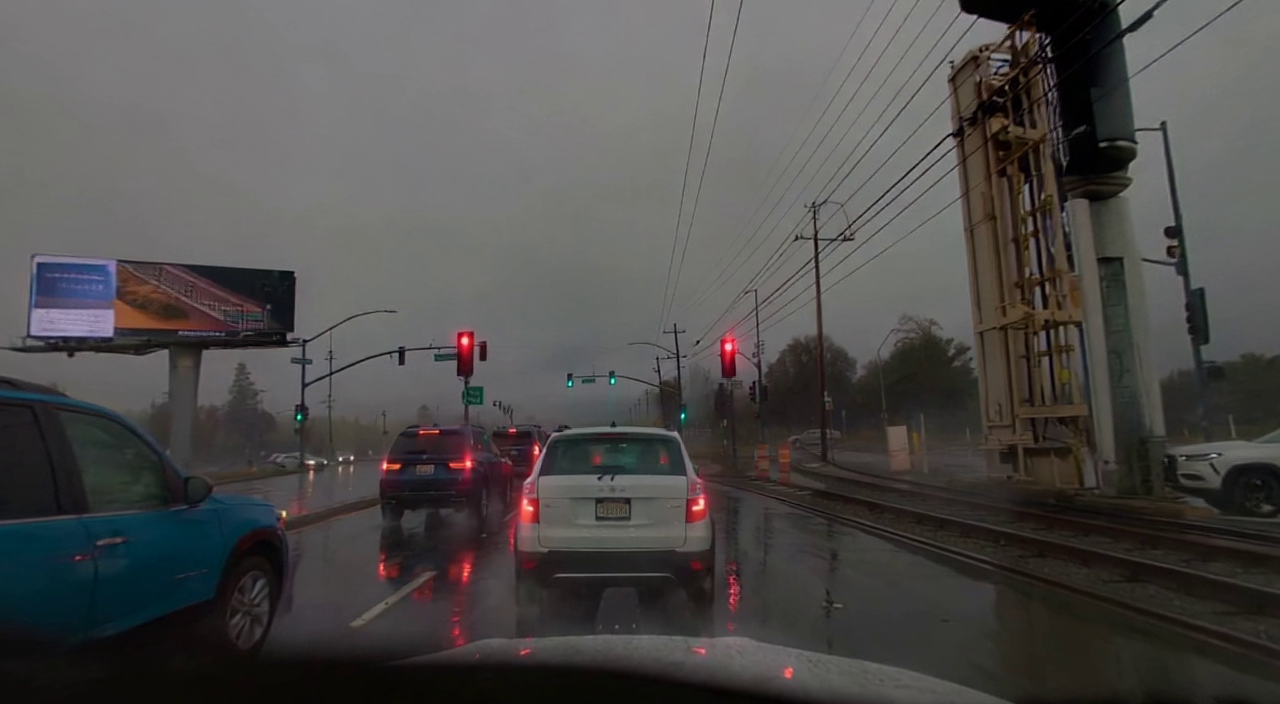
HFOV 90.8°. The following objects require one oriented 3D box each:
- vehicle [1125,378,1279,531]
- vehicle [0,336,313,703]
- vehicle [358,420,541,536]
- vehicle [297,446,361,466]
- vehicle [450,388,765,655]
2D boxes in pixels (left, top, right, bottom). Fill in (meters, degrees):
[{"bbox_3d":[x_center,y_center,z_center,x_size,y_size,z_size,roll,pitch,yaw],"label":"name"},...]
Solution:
[{"bbox_3d":[9.615,1.312,8.182,5.060,1.702,2.033,1,-9,-4],"label":"vehicle"},{"bbox_3d":[-3.931,0.862,2.969,2.052,1.814,5.184,0,-9,-1],"label":"vehicle"},{"bbox_3d":[-3.145,2.183,11.506,1.988,1.678,4.317,0,-9,0],"label":"vehicle"},{"bbox_3d":[-24.193,8.065,49.086,4.357,1.444,1.842,-3,-9,19],"label":"vehicle"},{"bbox_3d":[-0.212,1.371,5.990,2.025,1.723,3.644,0,-9,0],"label":"vehicle"}]
